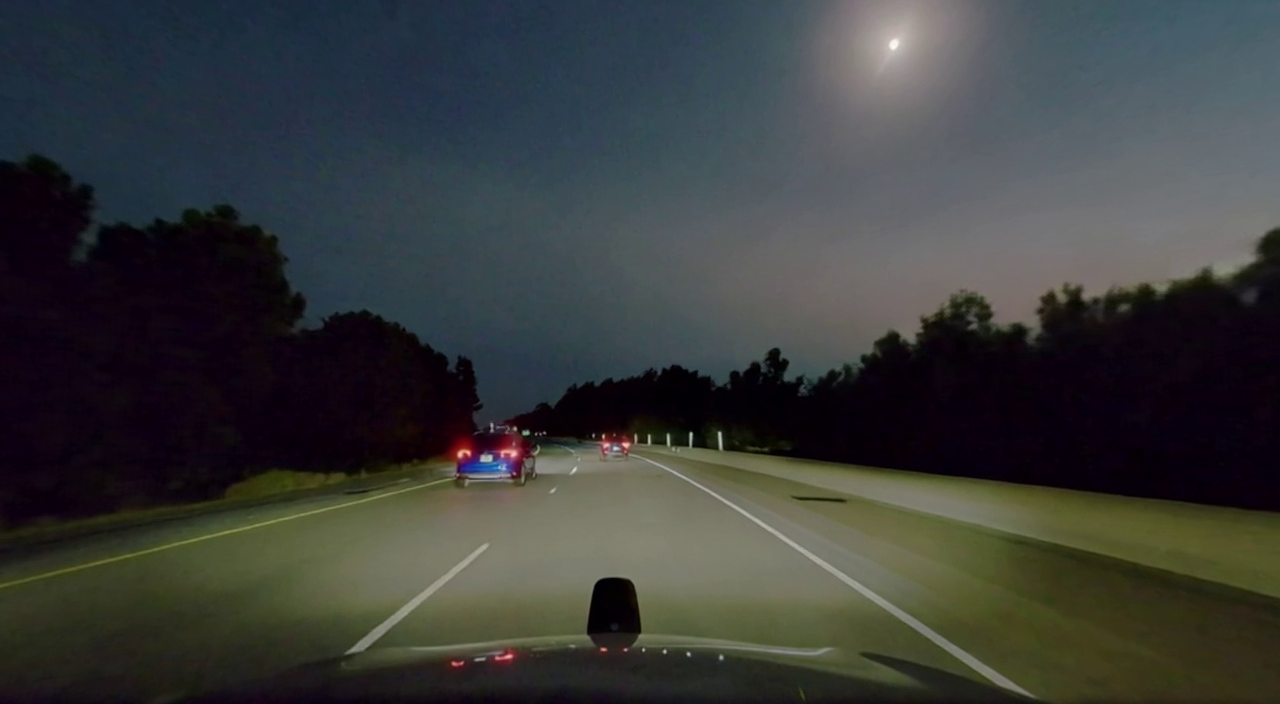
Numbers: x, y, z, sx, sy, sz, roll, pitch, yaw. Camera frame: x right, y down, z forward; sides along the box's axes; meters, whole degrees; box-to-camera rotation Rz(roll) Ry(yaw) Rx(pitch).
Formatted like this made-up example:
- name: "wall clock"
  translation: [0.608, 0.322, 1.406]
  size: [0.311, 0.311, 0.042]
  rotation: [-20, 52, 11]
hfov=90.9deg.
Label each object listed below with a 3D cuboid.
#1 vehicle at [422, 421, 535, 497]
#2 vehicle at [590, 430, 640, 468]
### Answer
- name: "vehicle"
  translation: [-4.338, 2.952, 17.821]
  size: [2.053, 1.847, 4.760]
  rotation: [0, -8, -2]
- name: "vehicle"
  translation: [-1.395, 5.074, 33.292]
  size: [2.452, 1.857, 4.022]
  rotation: [1, -8, -5]
